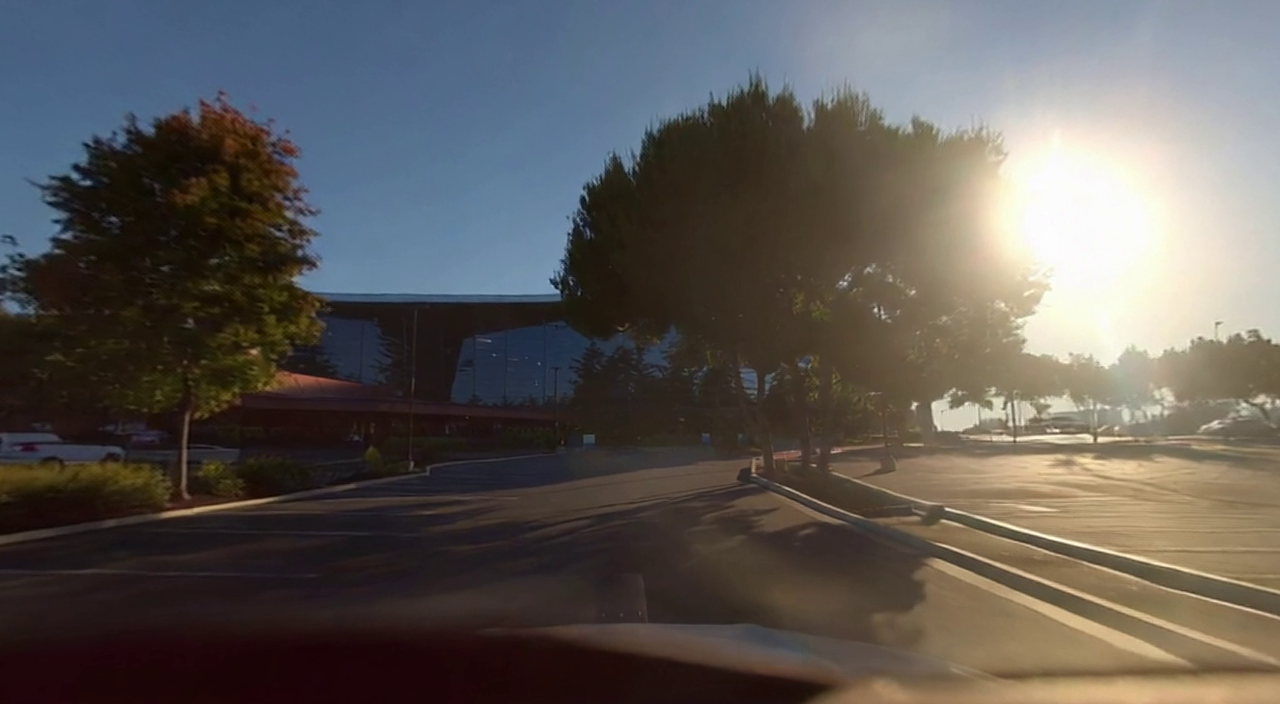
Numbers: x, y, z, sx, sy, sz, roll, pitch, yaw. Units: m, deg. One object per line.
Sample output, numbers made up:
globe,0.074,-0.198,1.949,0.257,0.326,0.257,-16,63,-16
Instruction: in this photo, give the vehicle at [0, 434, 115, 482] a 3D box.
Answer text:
vehicle,-26.420,4.666,28.209,1.963,1.931,4.715,1,-8,-2
